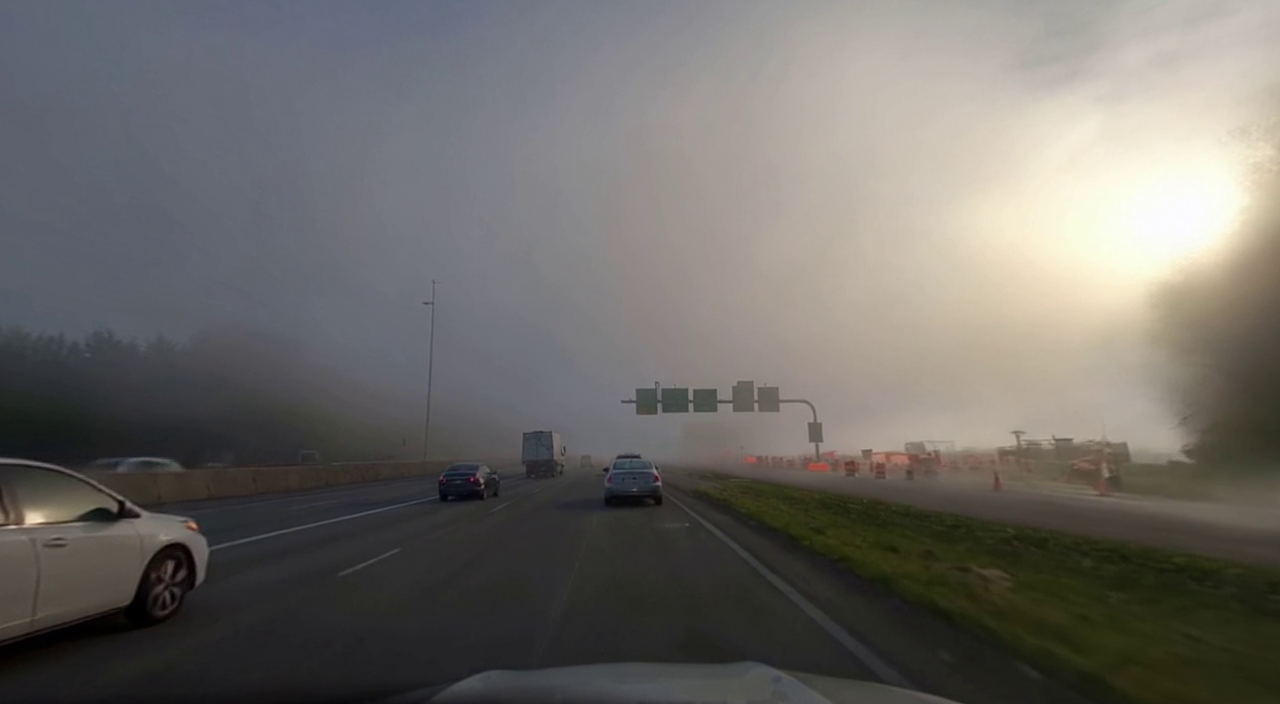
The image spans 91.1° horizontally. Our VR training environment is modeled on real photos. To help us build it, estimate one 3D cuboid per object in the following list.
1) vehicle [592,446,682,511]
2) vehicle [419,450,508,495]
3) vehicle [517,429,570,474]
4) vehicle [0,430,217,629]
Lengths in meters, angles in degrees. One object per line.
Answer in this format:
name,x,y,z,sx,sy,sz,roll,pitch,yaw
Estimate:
vehicle,-0.103,3.206,16.363,2.080,1.451,3.512,0,-9,-1
vehicle,-6.172,4.236,22.481,2.063,1.417,4.000,0,-9,-1
vehicle,-6.189,6.516,41.222,2.326,2.645,6.249,-1,-9,2
vehicle,-5.769,1.363,4.868,1.892,1.481,4.573,0,-9,-2
